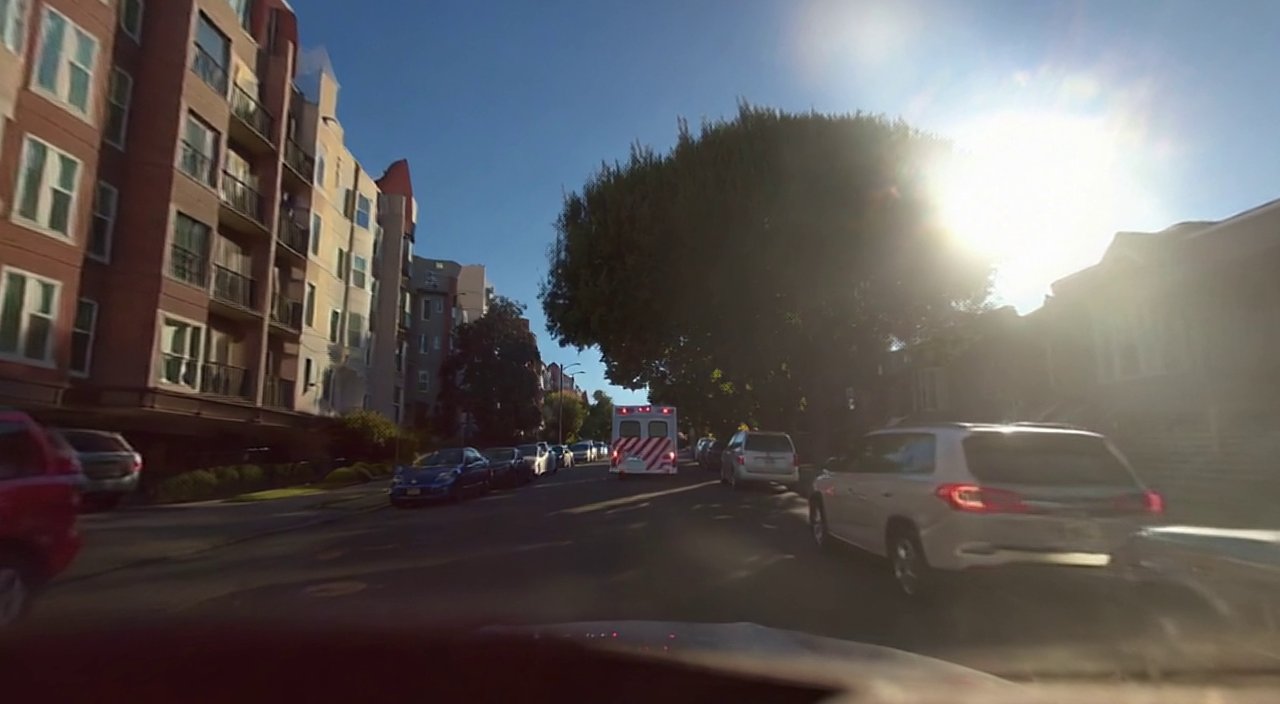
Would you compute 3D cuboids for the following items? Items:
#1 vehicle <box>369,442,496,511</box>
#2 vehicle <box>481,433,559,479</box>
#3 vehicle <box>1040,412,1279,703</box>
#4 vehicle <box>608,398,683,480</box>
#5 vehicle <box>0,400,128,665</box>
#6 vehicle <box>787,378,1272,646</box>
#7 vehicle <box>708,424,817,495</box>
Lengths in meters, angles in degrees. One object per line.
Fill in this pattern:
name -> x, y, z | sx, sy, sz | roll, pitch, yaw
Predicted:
vehicle -> -5.412, 3.254, 17.193 | 1.967, 1.492, 4.781 | -3, -8, -2
vehicle -> -5.311, 4.691, 28.842 | 2.326, 1.774, 5.757 | -2, -8, 1
vehicle -> 3.395, 0.868, 1.627 | 1.876, 1.491, 4.507 | 0, -8, 2
vehicle -> 0.164, 3.763, 27.269 | 2.754, 3.008, 7.730 | 0, -8, 0
vehicle -> -5.237, 1.030, 3.008 | 1.923, 1.755, 4.316 | 0, -8, 0
vehicle -> 3.306, 1.474, 6.974 | 2.152, 1.868, 4.976 | 0, -8, 0
vehicle -> 3.540, 3.248, 19.495 | 2.232, 1.860, 5.593 | 0, -8, 0
